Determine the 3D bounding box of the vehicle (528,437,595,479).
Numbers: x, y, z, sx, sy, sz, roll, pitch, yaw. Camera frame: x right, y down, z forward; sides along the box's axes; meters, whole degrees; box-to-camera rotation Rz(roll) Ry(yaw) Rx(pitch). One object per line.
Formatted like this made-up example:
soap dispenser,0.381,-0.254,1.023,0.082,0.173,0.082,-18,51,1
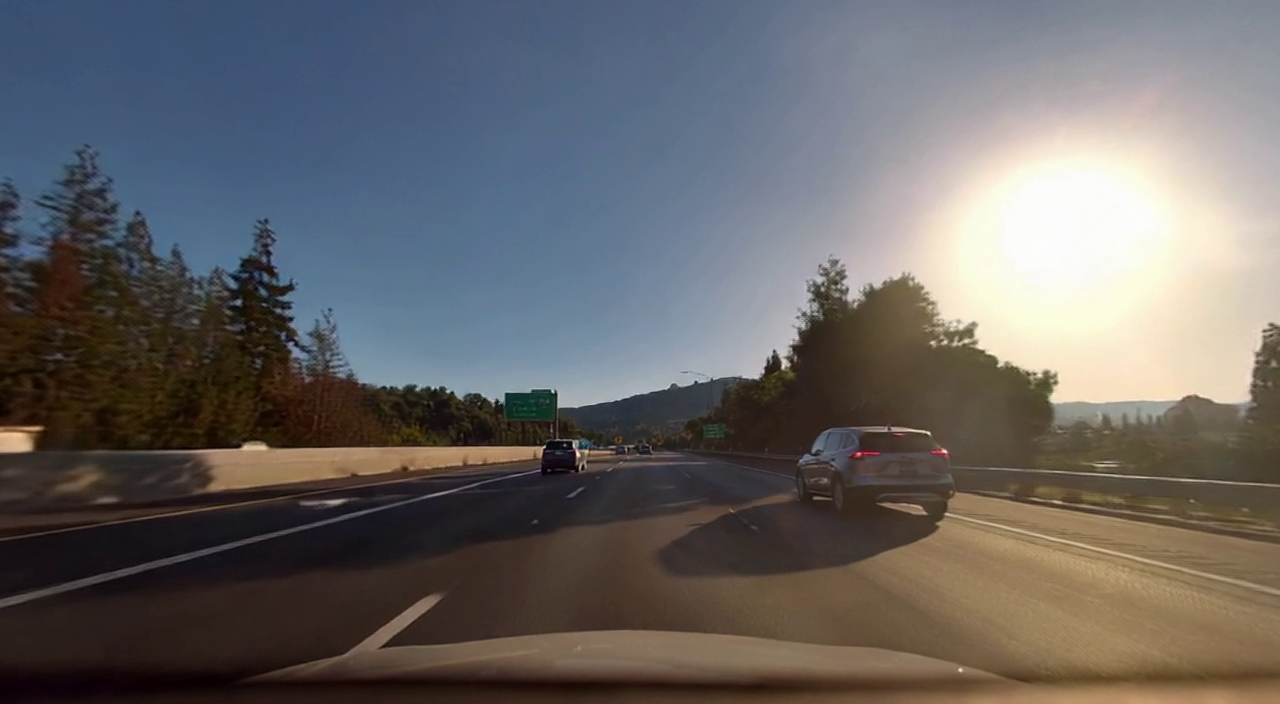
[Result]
vehicle,-3.189,4.398,26.390,2.166,1.608,4.297,0,-8,2

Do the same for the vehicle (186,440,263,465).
vehicle,-27.710,6.717,42.070,1.883,1.586,4.599,-1,-8,2

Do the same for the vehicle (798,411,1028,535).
vehicle,4.577,2.102,11.506,2.149,1.796,4.487,0,-8,0
